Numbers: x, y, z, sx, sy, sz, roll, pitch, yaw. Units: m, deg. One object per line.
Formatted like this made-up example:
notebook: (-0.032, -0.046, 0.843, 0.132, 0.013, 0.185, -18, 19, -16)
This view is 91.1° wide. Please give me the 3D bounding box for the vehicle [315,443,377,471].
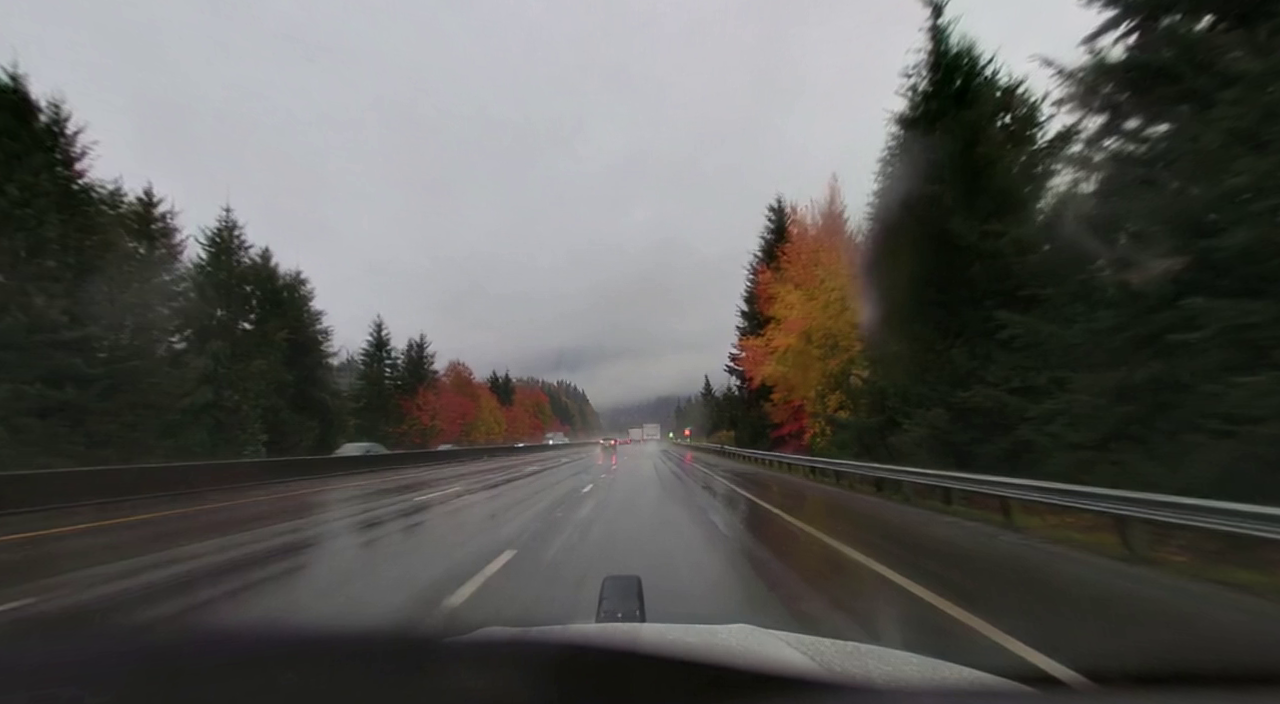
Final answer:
vehicle: (-15.989, 5.689, 34.324, 1.632, 1.417, 3.645, -1, -8, 1)
